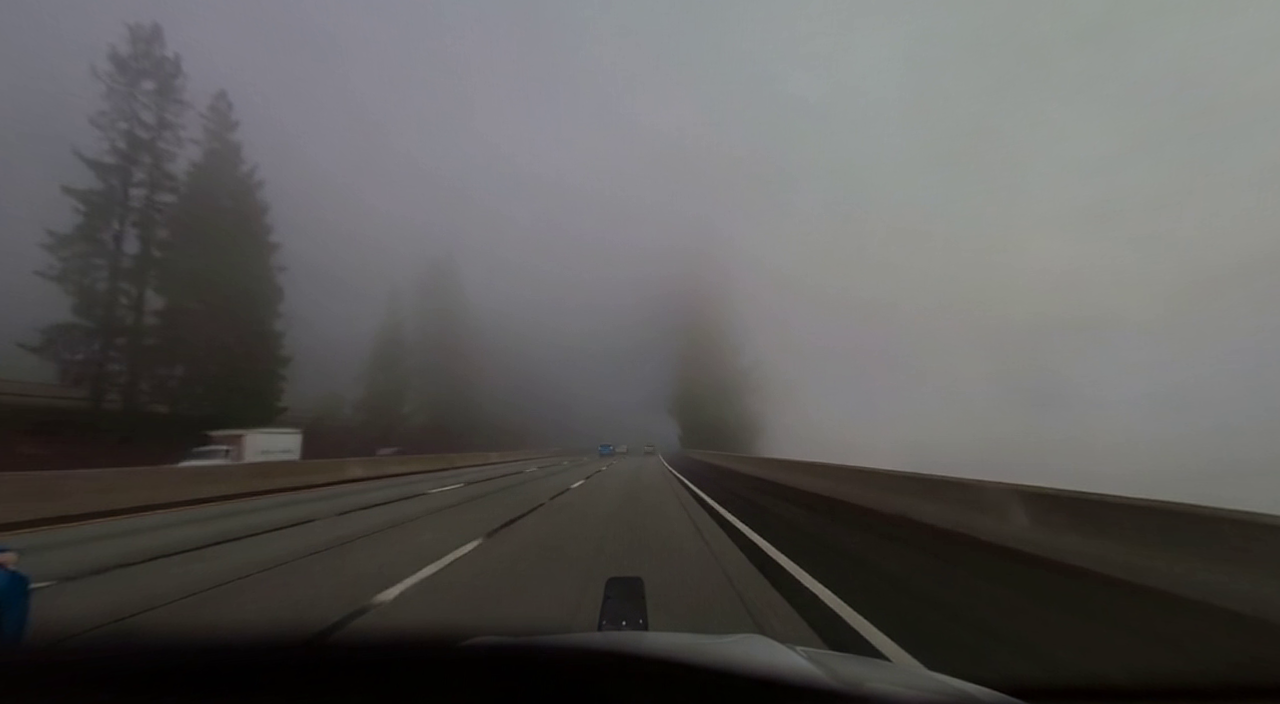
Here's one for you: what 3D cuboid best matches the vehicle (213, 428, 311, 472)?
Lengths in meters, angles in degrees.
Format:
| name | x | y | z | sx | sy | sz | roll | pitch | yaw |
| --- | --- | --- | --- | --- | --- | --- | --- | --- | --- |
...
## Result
| name | x | y | z | sx | sy | sz | roll | pitch | yaw |
| --- | --- | --- | --- | --- | --- | --- | --- | --- | --- |
| vehicle | -23.236 | 6.057 | 39.049 | 2.406 | 2.510 | 5.519 | -1 | -8 | 3 |

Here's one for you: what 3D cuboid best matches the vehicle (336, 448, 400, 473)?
| name | x | y | z | sx | sy | sz | roll | pitch | yaw |
| --- | --- | --- | --- | --- | --- | --- | --- | --- | --- |
| vehicle | -16.343 | 6.512 | 38.016 | 1.820 | 1.389 | 4.298 | 0 | -8 | 2 |

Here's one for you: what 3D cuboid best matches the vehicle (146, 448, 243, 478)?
| name | x | y | z | sx | sy | sz | roll | pitch | yaw |
| --- | --- | --- | --- | --- | --- | --- | --- | --- | --- |
| vehicle | -23.345 | 5.795 | 33.241 | 1.797 | 1.453 | 4.452 | 0 | -8 | 1 |
